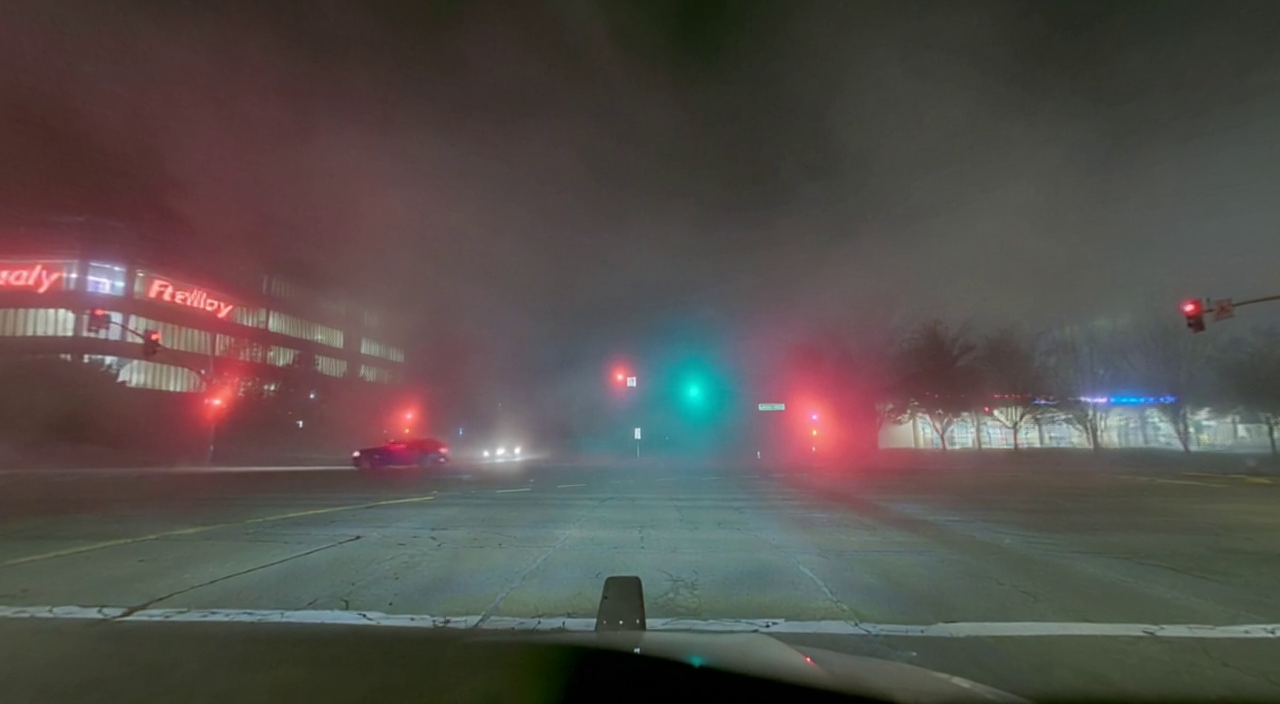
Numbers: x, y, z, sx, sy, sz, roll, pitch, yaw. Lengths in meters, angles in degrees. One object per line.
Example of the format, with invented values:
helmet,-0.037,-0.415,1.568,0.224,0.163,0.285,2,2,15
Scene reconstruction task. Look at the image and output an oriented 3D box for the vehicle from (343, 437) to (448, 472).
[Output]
vehicle,-12.581,5.314,32.824,4.639,1.699,2.030,1,-9,-5
